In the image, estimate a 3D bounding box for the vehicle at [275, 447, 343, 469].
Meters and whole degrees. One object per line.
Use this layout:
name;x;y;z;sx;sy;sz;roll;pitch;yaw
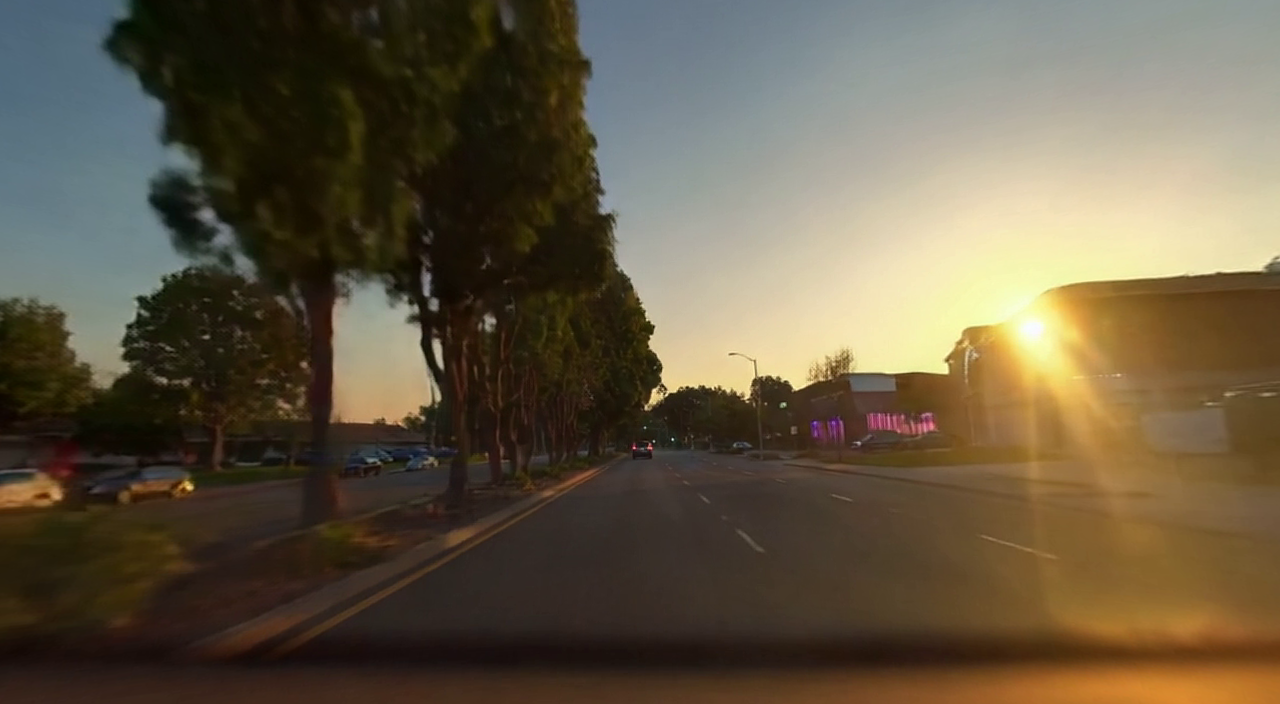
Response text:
vehicle;-26.184;8.393;49.999;4.314;1.680;1.822;0;-8;-3

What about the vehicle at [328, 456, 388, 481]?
vehicle;-18.575;7.680;41.742;1.806;1.454;4.599;0;-8;1

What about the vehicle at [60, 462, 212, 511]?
vehicle;-18.821;4.998;23.856;1.861;1.499;4.535;-1;-8;3
